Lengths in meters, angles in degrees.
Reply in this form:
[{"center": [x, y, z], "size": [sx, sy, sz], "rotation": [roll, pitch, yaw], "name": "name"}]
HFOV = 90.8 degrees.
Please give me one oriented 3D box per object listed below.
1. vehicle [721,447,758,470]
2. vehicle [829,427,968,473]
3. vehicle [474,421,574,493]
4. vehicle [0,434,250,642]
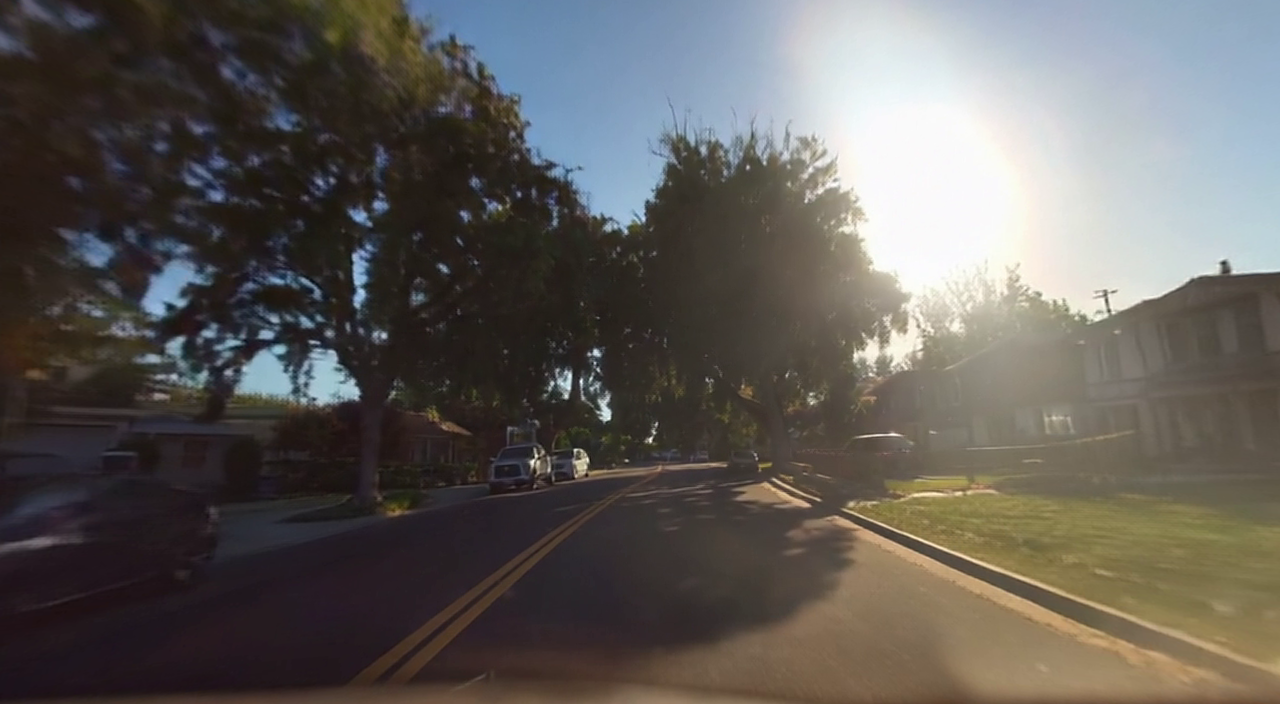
[{"center": [6.589, 6.948, 41.475], "size": [1.948, 1.408, 4.345], "rotation": [-3, -9, 14], "name": "vehicle"}, {"center": [11.382, 4.386, 28.234], "size": [5.325, 1.939, 2.150], "rotation": [-2, -9, 11], "name": "vehicle"}, {"center": [-4.511, 4.442, 25.741], "size": [2.334, 2.126, 6.444], "rotation": [-5, -15, 5], "name": "vehicle"}, {"center": [-5.936, 1.718, 5.809], "size": [2.005, 1.557, 4.172], "rotation": [-3, -14, 0], "name": "vehicle"}]
